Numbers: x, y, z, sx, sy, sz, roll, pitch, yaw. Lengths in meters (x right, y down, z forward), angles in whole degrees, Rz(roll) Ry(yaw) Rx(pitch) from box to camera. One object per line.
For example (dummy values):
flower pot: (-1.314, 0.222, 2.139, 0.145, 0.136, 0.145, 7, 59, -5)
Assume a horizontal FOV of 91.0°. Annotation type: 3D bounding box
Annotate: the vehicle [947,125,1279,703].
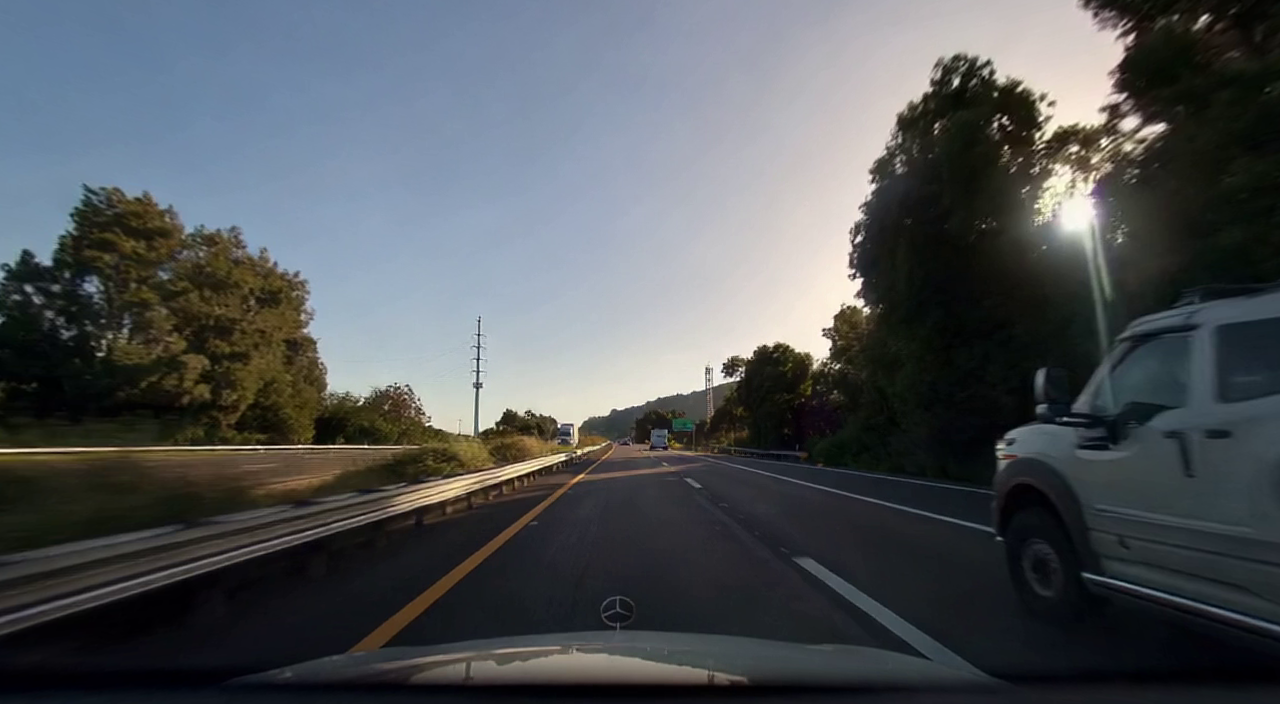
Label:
vehicle: (3.837, 0.272, 1.862, 2.444, 2.566, 6.403, 0, -8, -1)
